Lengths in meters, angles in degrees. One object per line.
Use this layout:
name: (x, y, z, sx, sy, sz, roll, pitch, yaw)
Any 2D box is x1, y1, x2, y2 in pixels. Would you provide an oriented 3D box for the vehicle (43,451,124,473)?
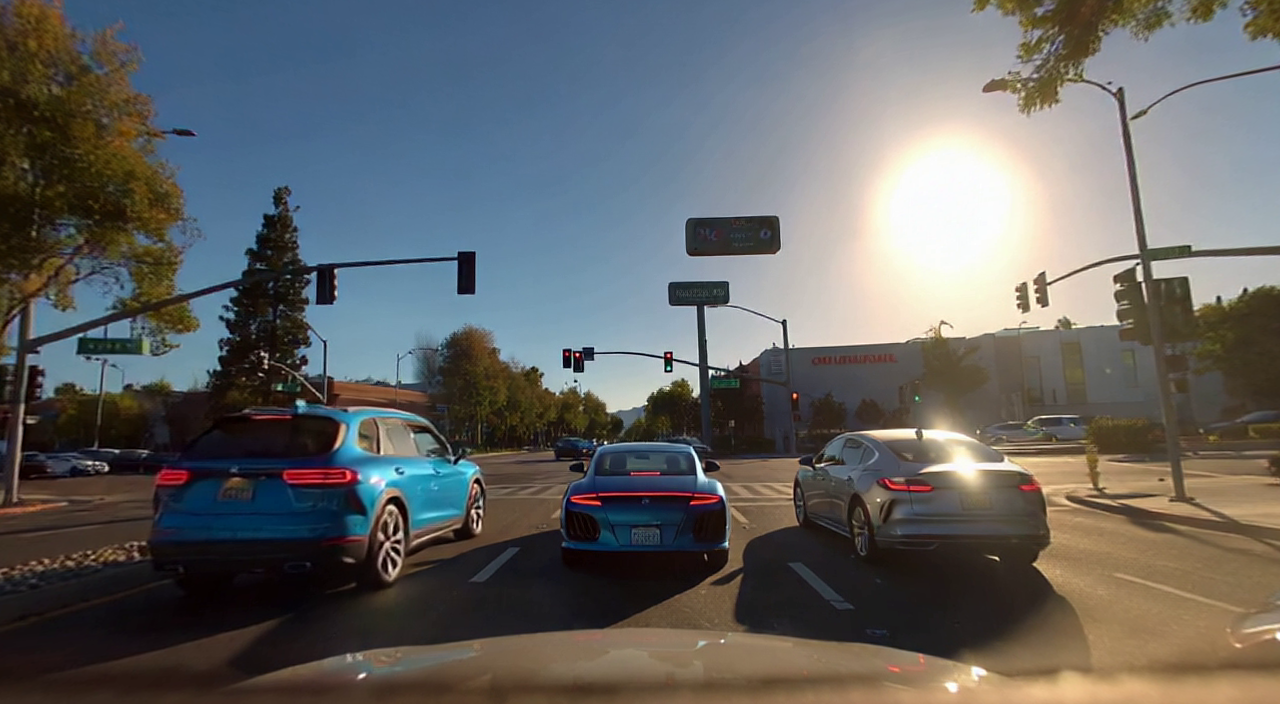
vehicle: (-41.284, 8.156, 46.792, 4.195, 1.533, 1.752, 0, -8, -3)

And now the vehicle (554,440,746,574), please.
vehicle: (0.117, 1.870, 8.387, 1.945, 1.343, 3.827, 0, -8, 0)

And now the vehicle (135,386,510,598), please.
vehicle: (-3.200, 1.544, 7.831, 2.061, 1.781, 4.842, 0, -8, 1)

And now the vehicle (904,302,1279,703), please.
vehicle: (3.107, 0.805, 2.519, 2.143, 1.759, 4.531, 0, -8, 0)

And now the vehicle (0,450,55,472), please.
vehicle: (-46.170, 7.955, 46.161, 4.545, 1.558, 1.833, 0, -8, -4)
